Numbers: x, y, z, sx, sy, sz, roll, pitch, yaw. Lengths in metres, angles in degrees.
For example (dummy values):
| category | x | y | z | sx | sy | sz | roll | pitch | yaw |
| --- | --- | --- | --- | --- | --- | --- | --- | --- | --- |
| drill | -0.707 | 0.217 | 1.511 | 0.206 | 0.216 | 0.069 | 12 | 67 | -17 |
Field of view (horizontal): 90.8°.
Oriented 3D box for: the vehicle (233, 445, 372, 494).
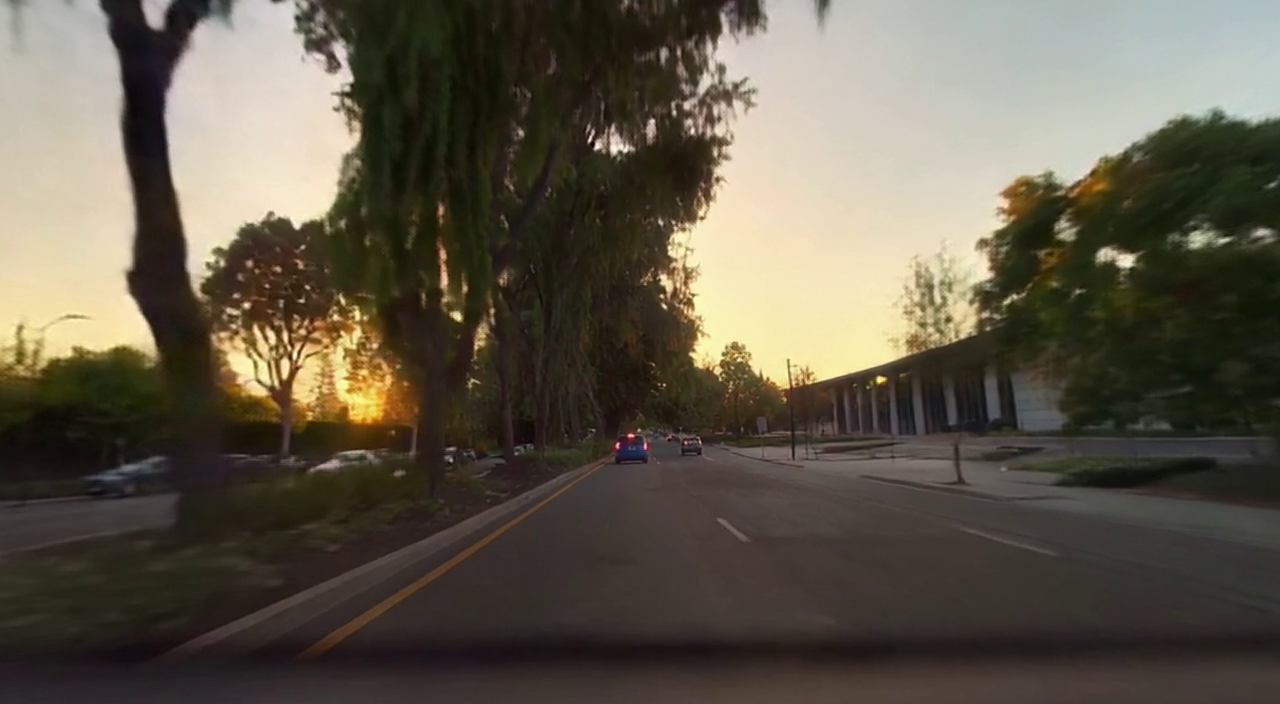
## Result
| category | x | y | z | sx | sy | sz | roll | pitch | yaw |
| --- | --- | --- | --- | --- | --- | --- | --- | --- | --- |
| vehicle | -11.310 | 3.939 | 21.670 | 2.013 | 1.460 | 4.902 | 0 | -8 | 1 |

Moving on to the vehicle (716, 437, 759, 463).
| category | x | y | z | sx | sy | sz | roll | pitch | yaw |
| --- | --- | --- | --- | --- | --- | --- | --- | --- | --- |
| vehicle | 7.078 | 7.176 | 46.352 | 2.364 | 1.781 | 4.854 | 0 | -8 | -1 |

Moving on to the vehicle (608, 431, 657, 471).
| category | x | y | z | sx | sy | sz | roll | pitch | yaw |
| --- | --- | --- | --- | --- | --- | --- | --- | --- | --- |
| vehicle | -0.402 | 5.314 | 34.092 | 2.411 | 1.937 | 5.186 | 0 | -8 | -1 |

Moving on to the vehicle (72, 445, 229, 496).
| category | x | y | z | sx | sy | sz | roll | pitch | yaw |
| --- | --- | --- | --- | --- | --- | --- | --- | --- | --- |
| vehicle | -18.107 | 4.371 | 23.763 | 1.999 | 1.682 | 4.914 | 0 | -8 | 0 |

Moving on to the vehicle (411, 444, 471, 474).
| category | x | y | z | sx | sy | sz | roll | pitch | yaw |
| --- | --- | --- | --- | --- | --- | --- | --- | --- | --- |
| vehicle | -10.342 | 5.580 | 33.152 | 1.950 | 1.438 | 4.343 | 0 | -8 | -4 |
